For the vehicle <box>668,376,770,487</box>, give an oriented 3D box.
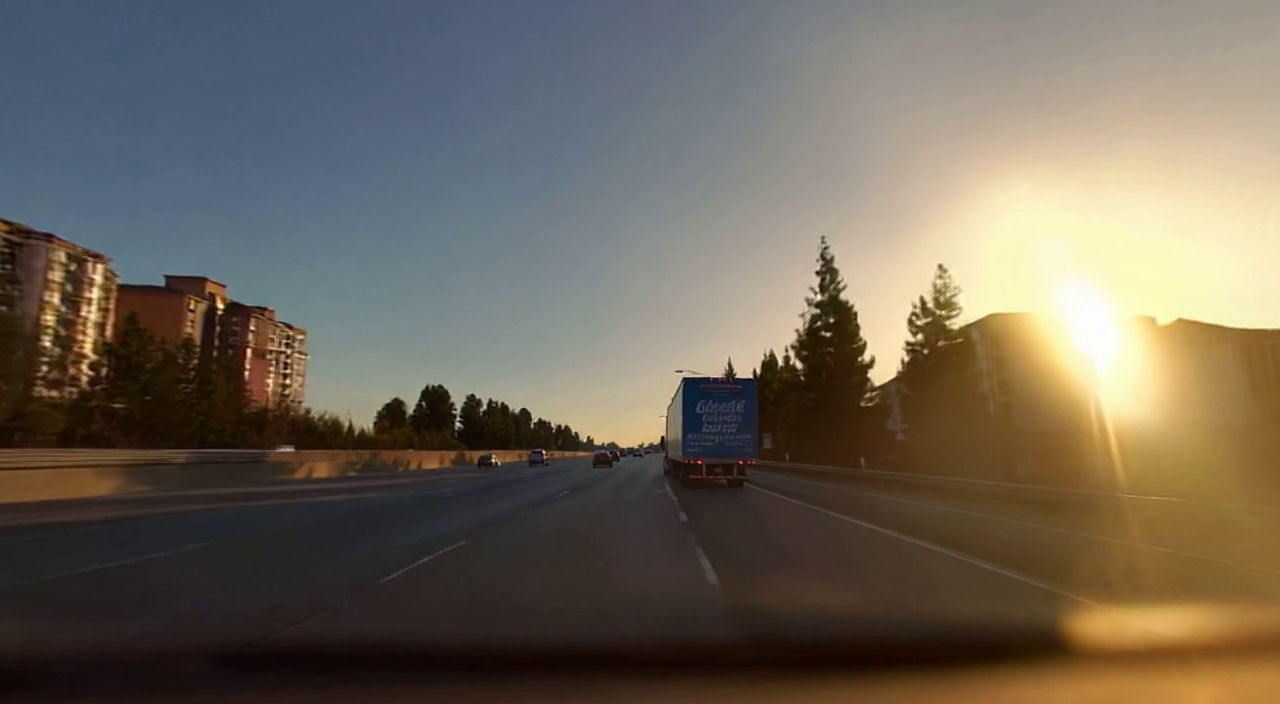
[{"bbox_3d":[3.251,4.098,31.162,3.140,4.100,15.551,0,-9,0],"label":"vehicle"}]
